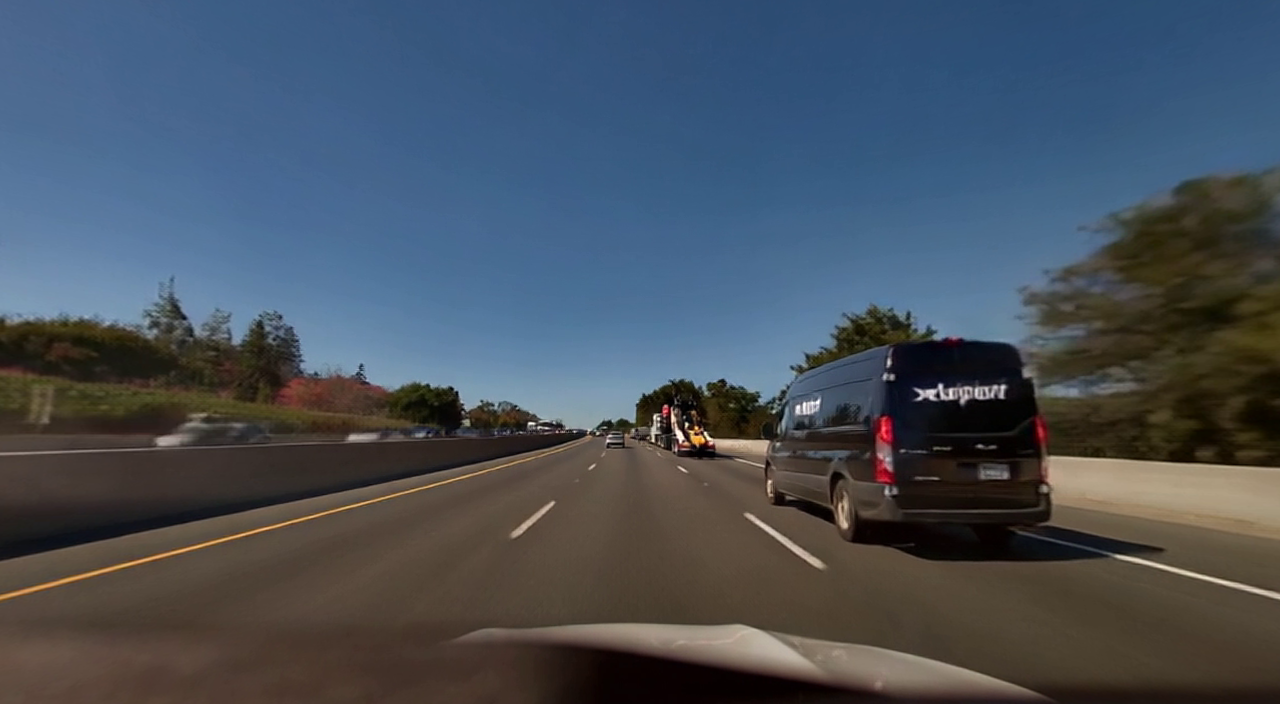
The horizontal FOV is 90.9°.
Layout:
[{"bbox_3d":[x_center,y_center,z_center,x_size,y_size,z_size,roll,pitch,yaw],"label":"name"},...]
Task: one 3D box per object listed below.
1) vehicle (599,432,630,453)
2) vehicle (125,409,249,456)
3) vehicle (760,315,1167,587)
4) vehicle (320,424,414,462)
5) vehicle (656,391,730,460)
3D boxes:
[{"bbox_3d":[-1.903,6.713,46.851,2.217,1.502,4.222,0,-8,-2],"label":"vehicle"},{"bbox_3d":[-20.736,3.741,29.181,2.095,1.965,5.183,1,-8,-4],"label":"vehicle"},{"bbox_3d":[3.553,1.292,8.830,2.386,2.509,5.880,0,-8,-2],"label":"vehicle"},{"bbox_3d":[-11.569,3.879,27.084,2.029,1.483,4.613,0,-8,-1],"label":"vehicle"},{"bbox_3d":[3.033,4.719,39.547,2.912,3.738,10.123,1,-8,-5],"label":"vehicle"}]
